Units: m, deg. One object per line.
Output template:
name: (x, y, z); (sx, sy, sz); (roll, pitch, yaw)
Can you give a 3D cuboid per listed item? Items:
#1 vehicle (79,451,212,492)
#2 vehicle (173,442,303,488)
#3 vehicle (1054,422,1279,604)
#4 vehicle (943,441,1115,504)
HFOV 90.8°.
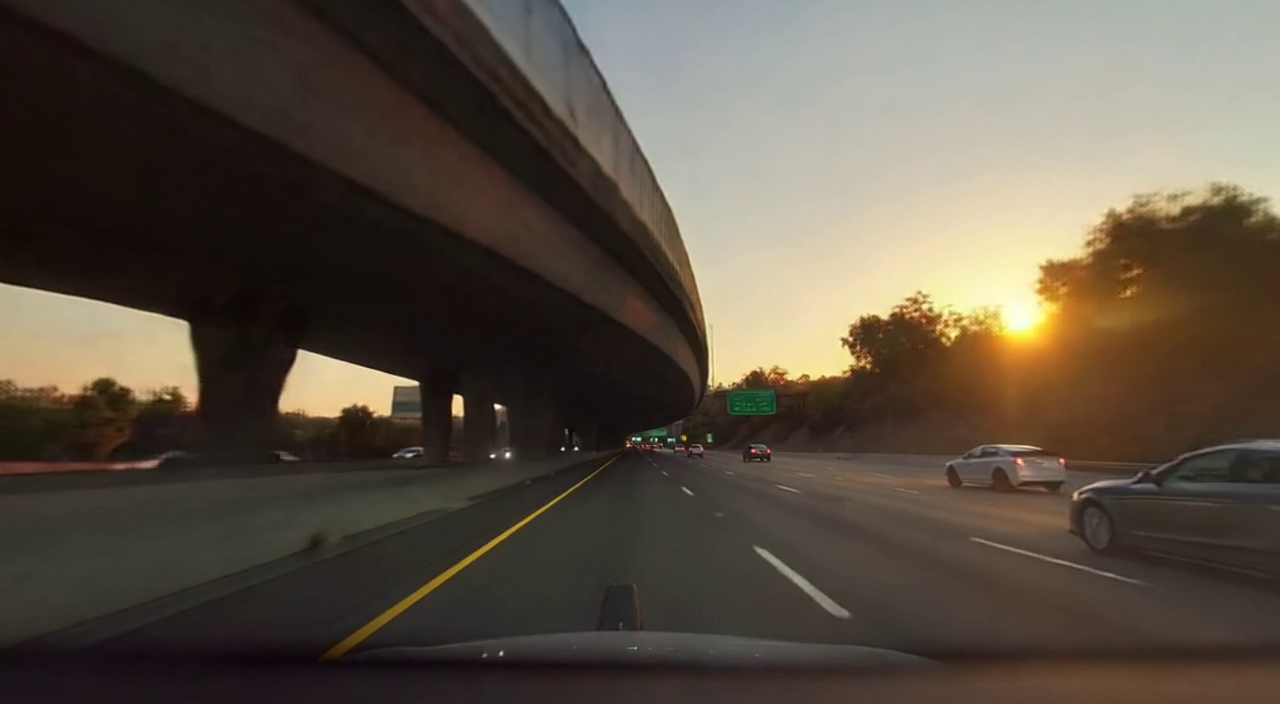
vehicle: (-19.977, 4.803, 25.814); (1.934, 1.509, 4.361); (0, -9, -1)
vehicle: (-16.239, 4.566, 25.915); (2.109, 1.703, 4.910); (0, -9, -1)
vehicle: (6.149, 1.380, 5.573); (1.821, 1.470, 4.633); (0, -9, -1)
vehicle: (9.926, 3.075, 16.582); (1.836, 1.418, 4.132); (0, -9, -1)
